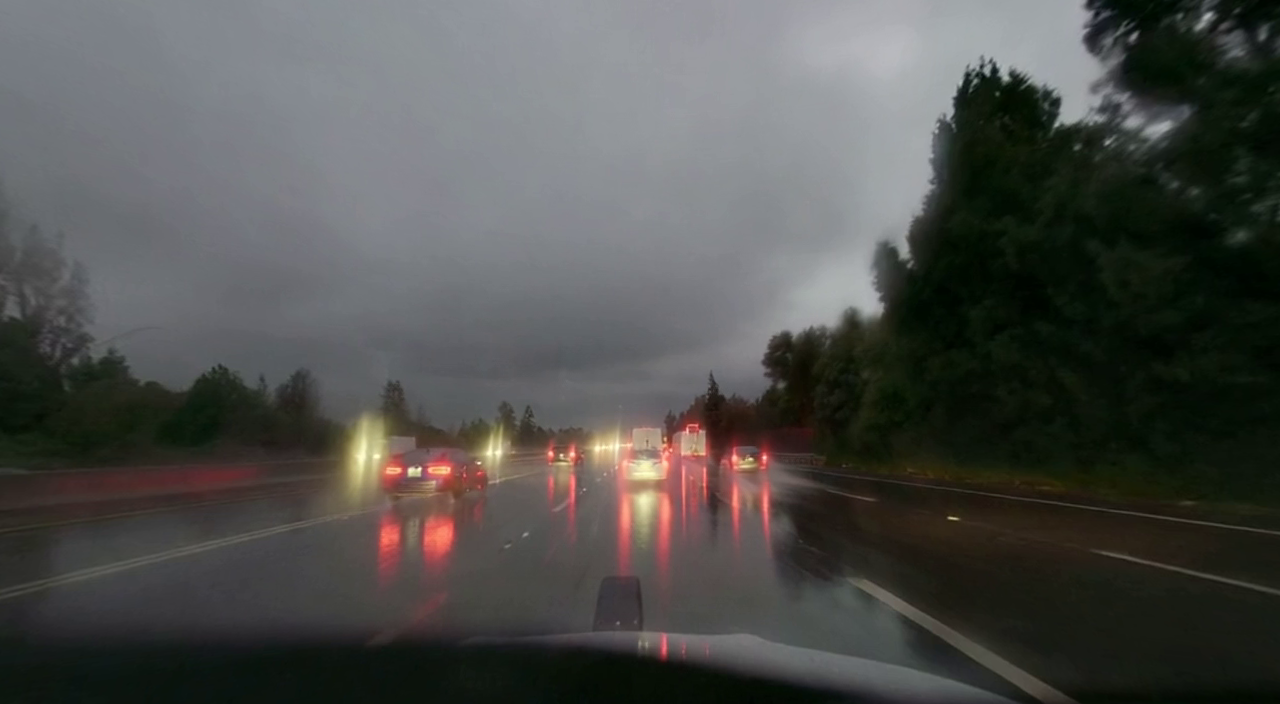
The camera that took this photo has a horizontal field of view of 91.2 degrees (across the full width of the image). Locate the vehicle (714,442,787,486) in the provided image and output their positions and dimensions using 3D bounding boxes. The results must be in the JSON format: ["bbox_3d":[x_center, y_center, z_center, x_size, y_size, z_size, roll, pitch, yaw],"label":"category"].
[{"bbox_3d":[4.103,4.234,23.933,1.959,1.503,4.064,0,-9,-1],"label":"vehicle"}]

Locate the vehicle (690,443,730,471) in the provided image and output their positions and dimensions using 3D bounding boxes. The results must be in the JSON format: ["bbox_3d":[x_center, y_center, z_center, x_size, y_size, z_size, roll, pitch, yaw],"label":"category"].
[{"bbox_3d":[4.577,6.949,41.633,2.080,1.748,4.534,0,-9,0],"label":"vehicle"}]

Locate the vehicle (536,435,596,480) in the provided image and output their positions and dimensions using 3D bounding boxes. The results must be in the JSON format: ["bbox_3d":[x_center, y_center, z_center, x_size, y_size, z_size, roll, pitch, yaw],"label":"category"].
[{"bbox_3d":[-3.489,5.101,30.457,2.230,1.973,4.403,-1,-9,2],"label":"vehicle"}]

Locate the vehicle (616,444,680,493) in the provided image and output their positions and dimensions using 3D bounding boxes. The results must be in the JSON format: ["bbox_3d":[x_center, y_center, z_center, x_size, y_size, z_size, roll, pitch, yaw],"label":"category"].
[{"bbox_3d":[0.255,4.018,21.945,2.015,1.526,4.286,0,-9,0],"label":"vehicle"}]

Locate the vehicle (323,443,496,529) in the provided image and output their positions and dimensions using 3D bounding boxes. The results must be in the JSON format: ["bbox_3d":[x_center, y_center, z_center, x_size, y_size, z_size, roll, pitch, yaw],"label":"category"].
[{"bbox_3d":[-4.550,2.698,13.224,1.967,1.473,4.439,0,-9,0],"label":"vehicle"}]
